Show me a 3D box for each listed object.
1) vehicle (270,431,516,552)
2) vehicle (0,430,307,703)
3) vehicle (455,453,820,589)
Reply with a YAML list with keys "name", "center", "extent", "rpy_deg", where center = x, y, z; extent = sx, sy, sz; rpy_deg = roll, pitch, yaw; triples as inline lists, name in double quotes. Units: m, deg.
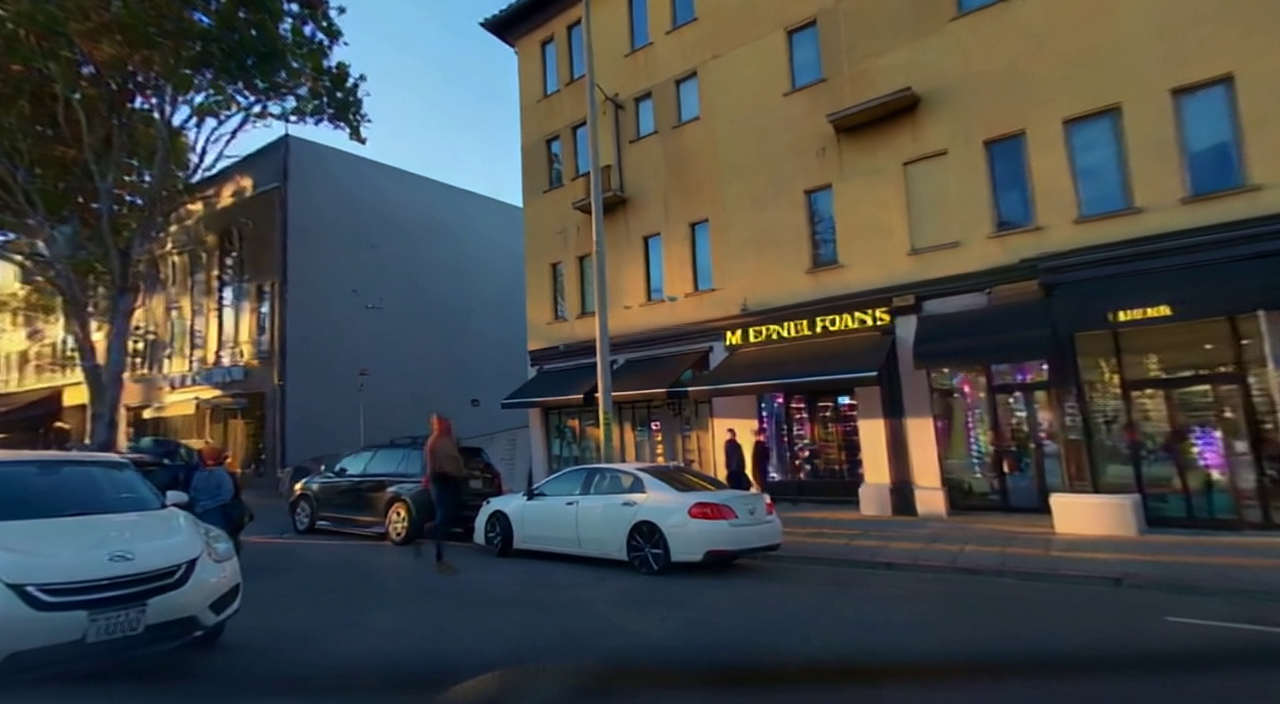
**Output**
- name: "vehicle"
  center: [-4.703, 2.465, 11.870]
  extent: [4.580, 1.853, 1.862]
  rpy_deg: [-6, -10, 32]
- name: "vehicle"
  center: [-4.535, 1.347, 4.587]
  extent: [4.330, 1.458, 1.932]
  rpy_deg: [-6, -10, 36]
- name: "vehicle"
  center: [-0.172, 2.153, 8.895]
  extent: [4.830, 1.421, 1.826]
  rpy_deg: [-5, -10, 30]
